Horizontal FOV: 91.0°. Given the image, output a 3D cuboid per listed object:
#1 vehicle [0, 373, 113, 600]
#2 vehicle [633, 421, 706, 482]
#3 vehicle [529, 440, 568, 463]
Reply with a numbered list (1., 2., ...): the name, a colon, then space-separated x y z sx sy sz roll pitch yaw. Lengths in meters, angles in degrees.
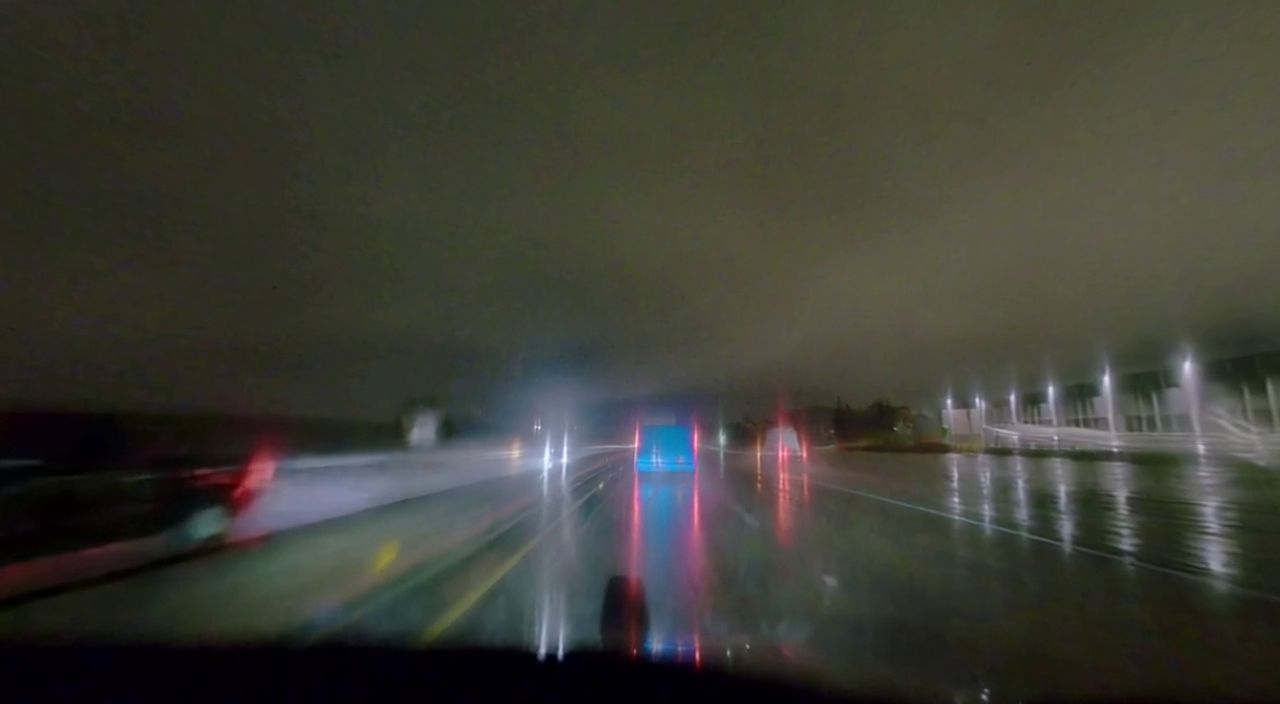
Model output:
1. vehicle: -7.735 1.162 4.987 2.546 2.262 5.135 0 -8 1
2. vehicle: 1.005 3.682 23.549 2.469 2.027 4.554 0 -8 1
3. vehicle: -6.831 7.490 47.380 2.157 1.650 4.441 0 -8 1
